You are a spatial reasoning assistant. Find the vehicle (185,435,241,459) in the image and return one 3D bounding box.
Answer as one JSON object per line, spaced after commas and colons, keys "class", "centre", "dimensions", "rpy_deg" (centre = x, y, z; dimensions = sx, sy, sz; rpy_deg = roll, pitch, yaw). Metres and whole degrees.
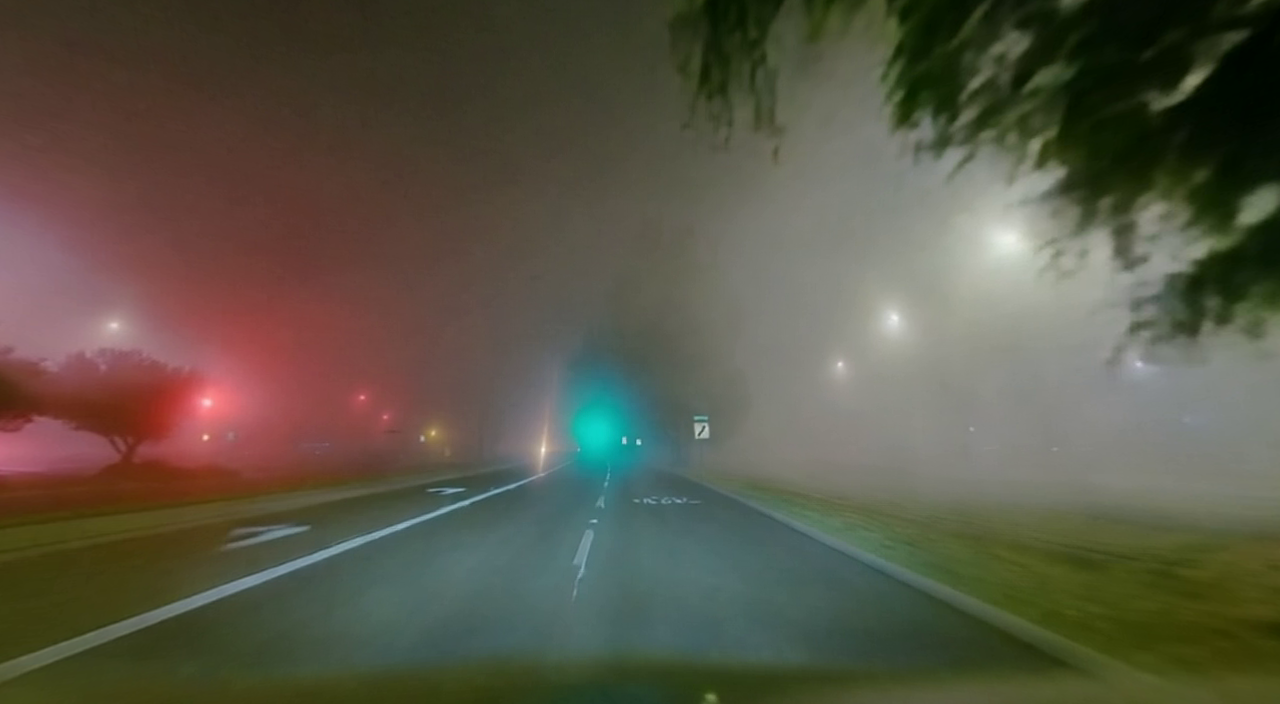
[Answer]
{"class": "vehicle", "centre": [-28.565, 6.375, 41.873], "dimensions": [3.733, 1.499, 1.704], "rpy_deg": [-6, -10, 34]}
